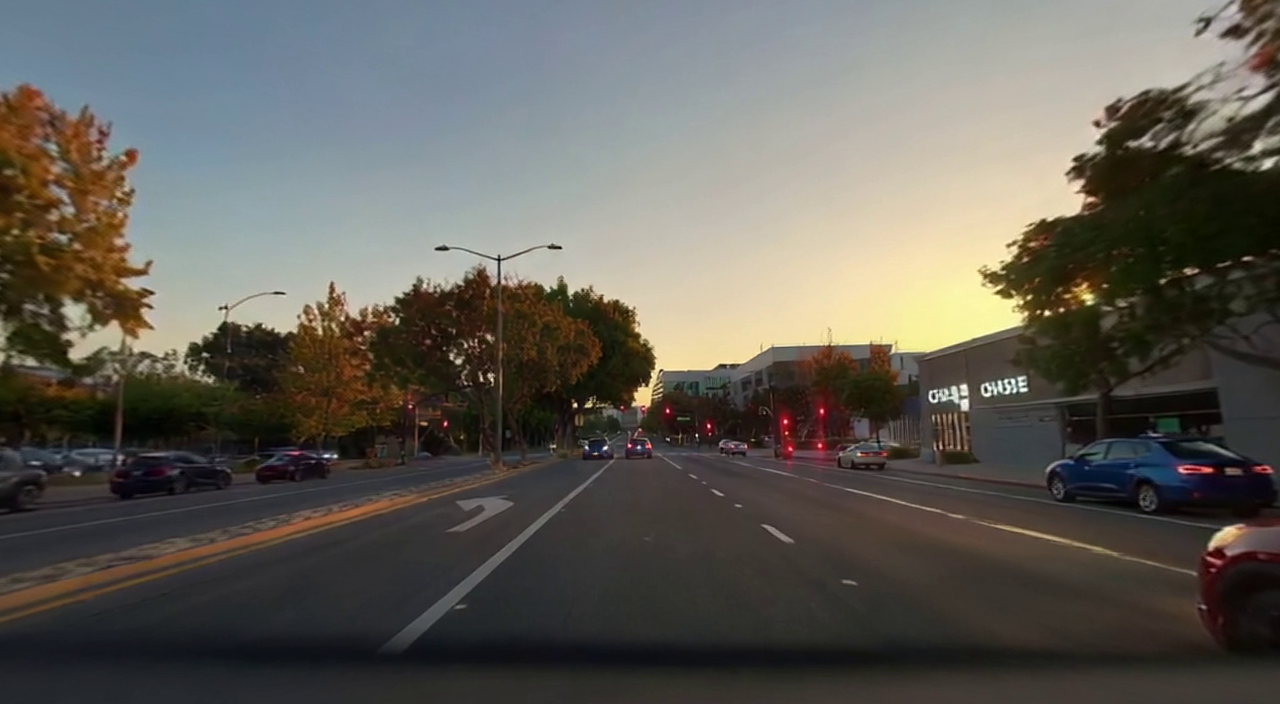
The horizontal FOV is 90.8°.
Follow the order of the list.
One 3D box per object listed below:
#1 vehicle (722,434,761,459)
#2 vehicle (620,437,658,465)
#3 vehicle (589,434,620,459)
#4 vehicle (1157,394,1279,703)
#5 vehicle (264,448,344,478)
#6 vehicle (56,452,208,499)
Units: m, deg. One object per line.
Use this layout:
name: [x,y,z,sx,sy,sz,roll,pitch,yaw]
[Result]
vehicle: [7.406,6.980,46.548,2.068,1.731,4.752,0,-8,-1]
vehicle: [-0.079,5.763,36.913,2.097,1.480,4.006,0,-8,0]
vehicle: [-2.750,7.438,49.823,2.064,1.825,4.760,0,-8,1]
vehicle: [3.728,0.684,1.118,1.861,1.473,4.393,0,-8,0]
vehicle: [-18.078,5.977,34.242,1.865,1.460,4.693,0,-8,-2]
vehicle: [-17.966,4.351,22.672,1.824,1.453,4.433,0,-8,-1]
